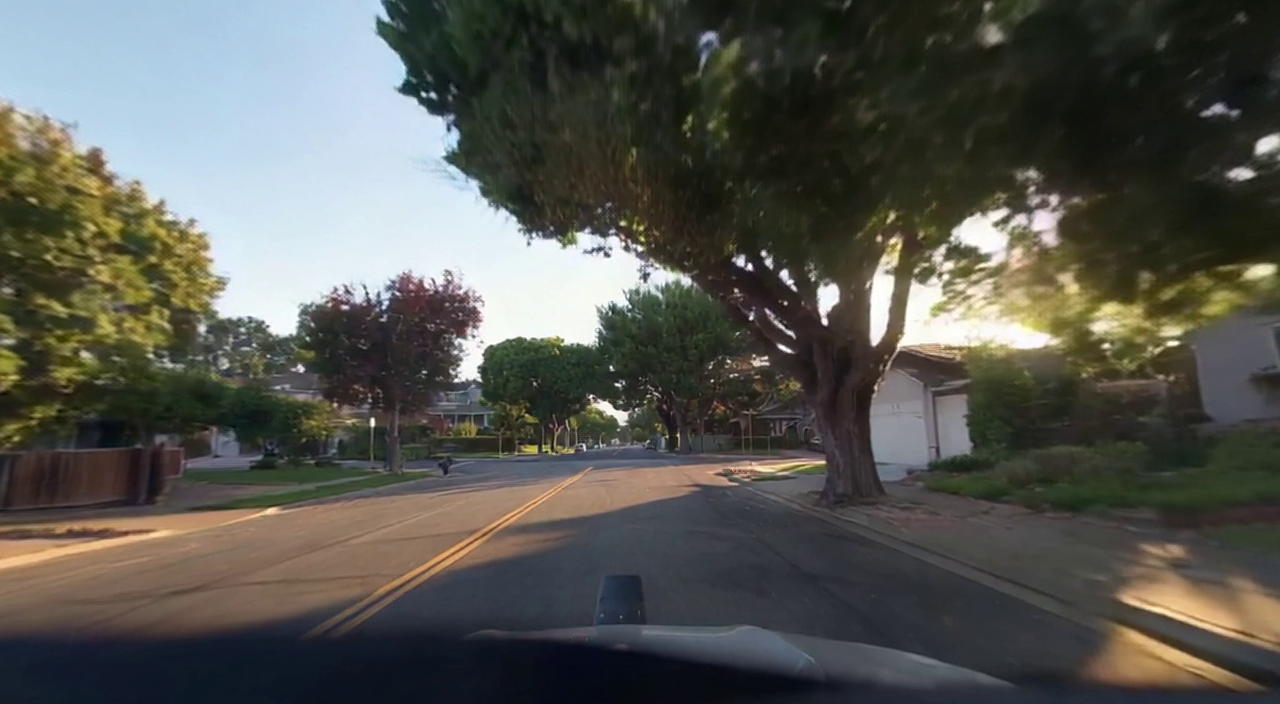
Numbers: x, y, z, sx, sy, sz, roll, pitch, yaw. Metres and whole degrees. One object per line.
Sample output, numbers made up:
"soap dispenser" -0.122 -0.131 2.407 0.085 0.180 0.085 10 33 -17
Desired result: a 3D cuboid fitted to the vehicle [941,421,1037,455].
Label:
"vehicle" 16.397 4.116 29.918 1.783 1.431 4.757 0 -8 -1
